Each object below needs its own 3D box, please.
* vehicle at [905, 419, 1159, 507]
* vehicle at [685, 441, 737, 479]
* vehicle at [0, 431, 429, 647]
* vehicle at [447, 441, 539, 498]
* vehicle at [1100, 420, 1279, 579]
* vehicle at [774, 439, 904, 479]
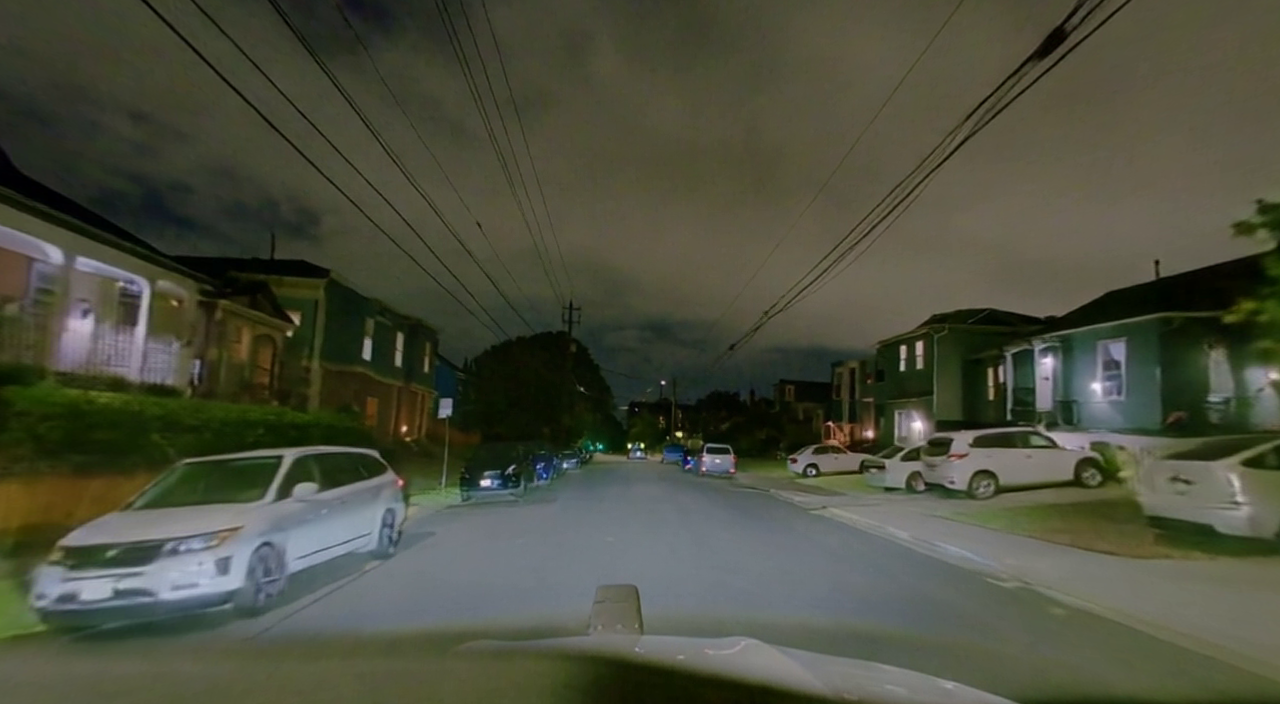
[{"bbox_3d":[8.764,2.498,14.415,4.512,1.841,1.912,1,-8,-4],"label":"vehicle"},{"bbox_3d":[3.186,4.933,29.094,1.916,1.587,3.986,0,-8,0],"label":"vehicle"},{"bbox_3d":[-4.062,1.636,6.748,1.925,1.463,4.700,0,-8,1],"label":"vehicle"},{"bbox_3d":[-4.255,3.453,19.018,1.745,1.490,4.304,0,-8,0],"label":"vehicle"},{"bbox_3d":[8.203,1.561,7.143,4.594,1.512,1.824,0,-8,-2],"label":"vehicle"},{"bbox_3d":[7.689,4.179,24.757,4.480,1.497,1.884,0,-8,1],"label":"vehicle"}]
